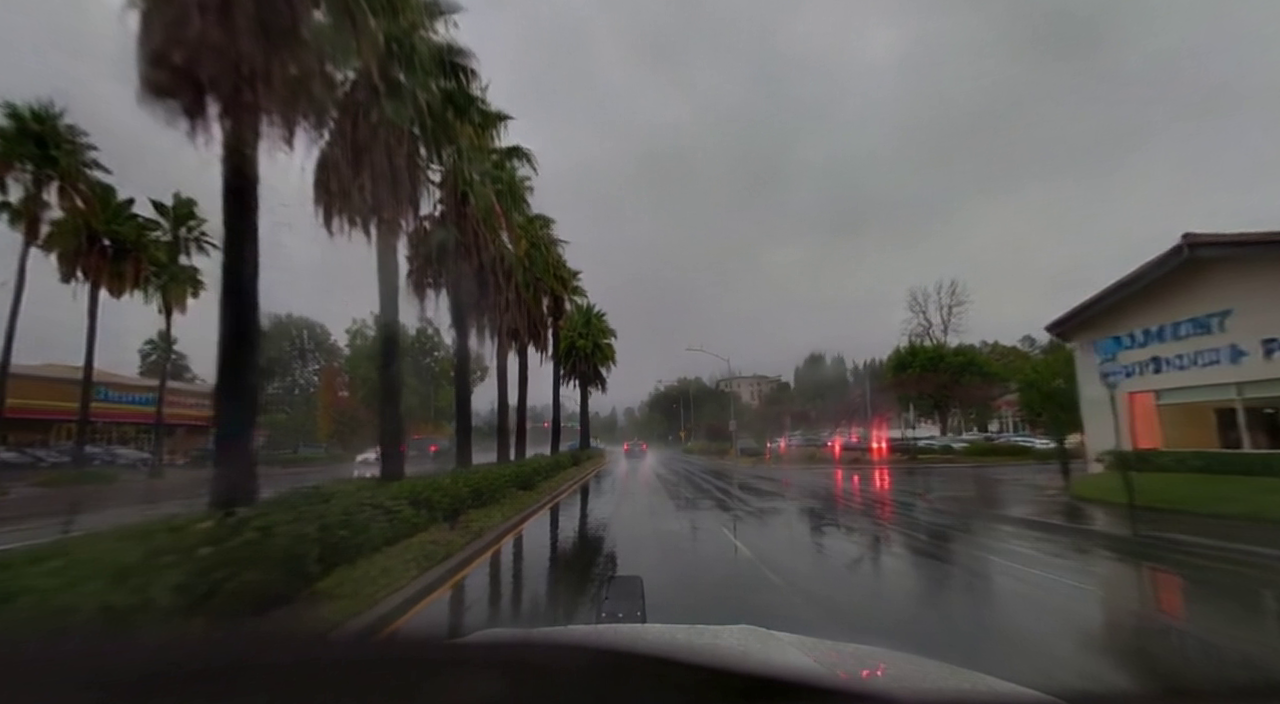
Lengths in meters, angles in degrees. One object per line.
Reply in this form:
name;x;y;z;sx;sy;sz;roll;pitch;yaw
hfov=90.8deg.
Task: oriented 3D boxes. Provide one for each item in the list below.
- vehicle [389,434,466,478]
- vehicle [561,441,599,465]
vehicle;-9.207;4.536;27.764;2.022;1.746;4.406;0;-9;-3
vehicle;-3.871;6.634;41.725;2.181;1.483;4.123;0;-9;-1
